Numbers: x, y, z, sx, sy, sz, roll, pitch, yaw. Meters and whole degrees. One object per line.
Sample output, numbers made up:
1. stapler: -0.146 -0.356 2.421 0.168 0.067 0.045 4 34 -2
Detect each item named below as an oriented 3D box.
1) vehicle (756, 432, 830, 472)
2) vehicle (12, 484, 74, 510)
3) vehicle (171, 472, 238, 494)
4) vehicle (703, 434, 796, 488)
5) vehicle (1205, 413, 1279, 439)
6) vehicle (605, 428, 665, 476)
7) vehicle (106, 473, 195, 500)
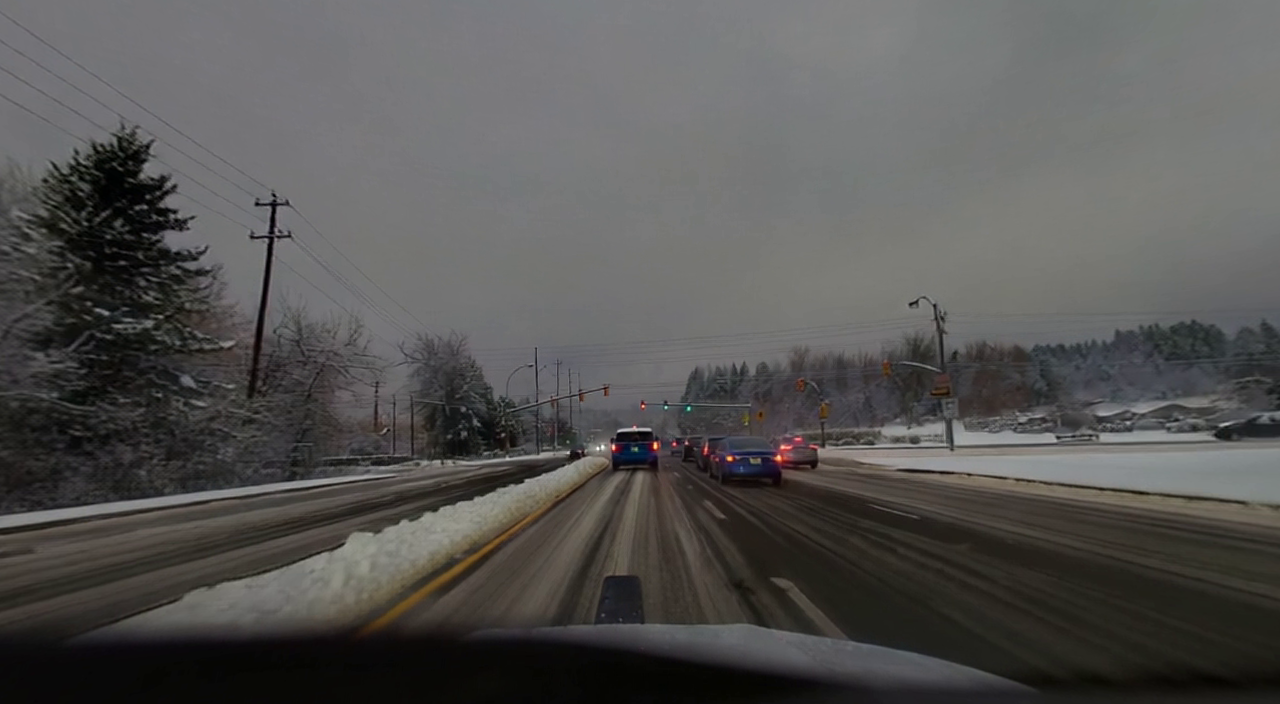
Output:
1. vehicle: 6.886 4.572 29.013 2.198 1.678 4.419 0 -9 -2
2. vehicle: -44.355 10.758 47.036 1.803 1.493 4.025 3 -8 -20
3. vehicle: -33.576 10.108 48.773 3.637 1.483 2.007 1 -7 0
4. vehicle: 3.231 3.346 19.650 1.984 1.462 4.513 0 -9 -1
5. vehicle: 47.825 5.632 47.800 7.088 1.918 2.678 -5 -9 34
6. vehicle: -0.230 4.169 26.552 2.300 1.821 4.254 0 -9 -1
7. vehicle: -33.225 9.155 42.989 4.224 1.614 2.123 0 -9 -3
